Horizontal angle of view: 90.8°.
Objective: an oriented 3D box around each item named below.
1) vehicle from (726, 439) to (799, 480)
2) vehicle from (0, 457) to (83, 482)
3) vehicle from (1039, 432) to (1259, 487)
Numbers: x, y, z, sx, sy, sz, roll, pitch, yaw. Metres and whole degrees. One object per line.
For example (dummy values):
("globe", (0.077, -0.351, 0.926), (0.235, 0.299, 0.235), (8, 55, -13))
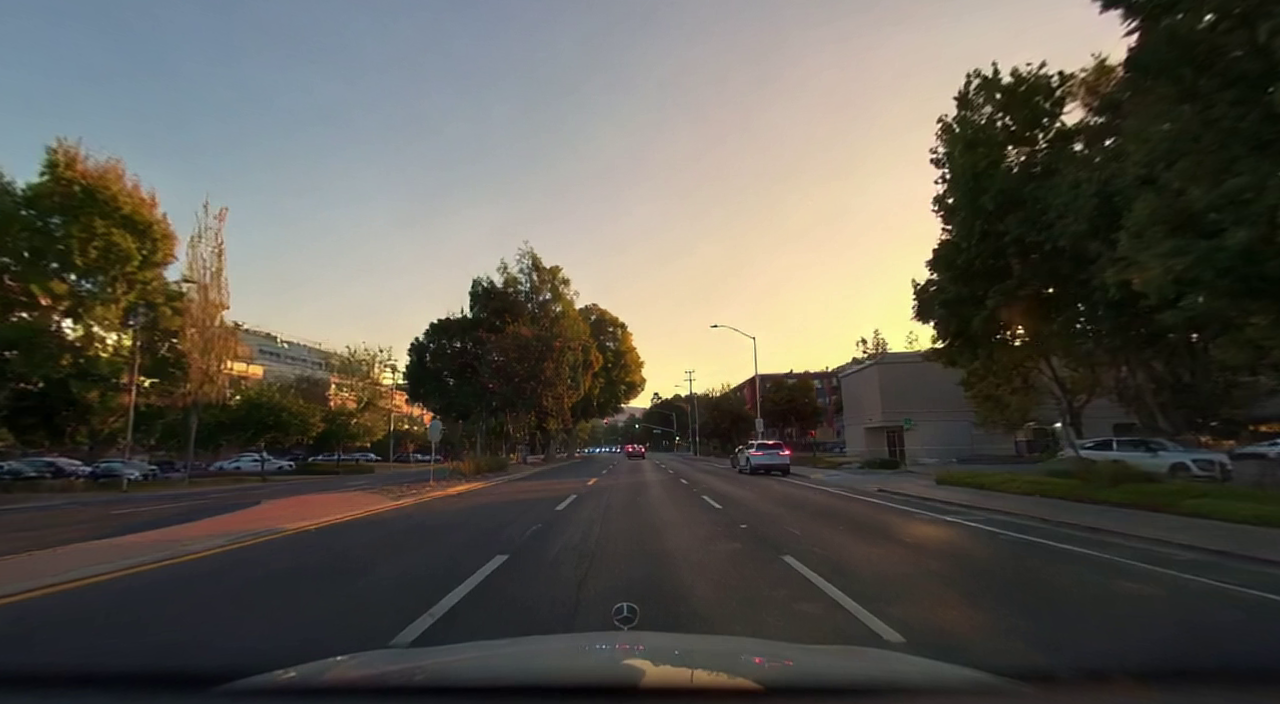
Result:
("vehicle", (5.737, 5.095, 30.292), (2.295, 1.804, 4.971), (0, -8, -3))
("vehicle", (-44.786, 8.712, 46.891), (1.878, 1.527, 4.758), (-6, -8, 22))
("vehicle", (15.270, 3.241, 19.188), (4.859, 1.563, 1.952), (0, -8, 2))
